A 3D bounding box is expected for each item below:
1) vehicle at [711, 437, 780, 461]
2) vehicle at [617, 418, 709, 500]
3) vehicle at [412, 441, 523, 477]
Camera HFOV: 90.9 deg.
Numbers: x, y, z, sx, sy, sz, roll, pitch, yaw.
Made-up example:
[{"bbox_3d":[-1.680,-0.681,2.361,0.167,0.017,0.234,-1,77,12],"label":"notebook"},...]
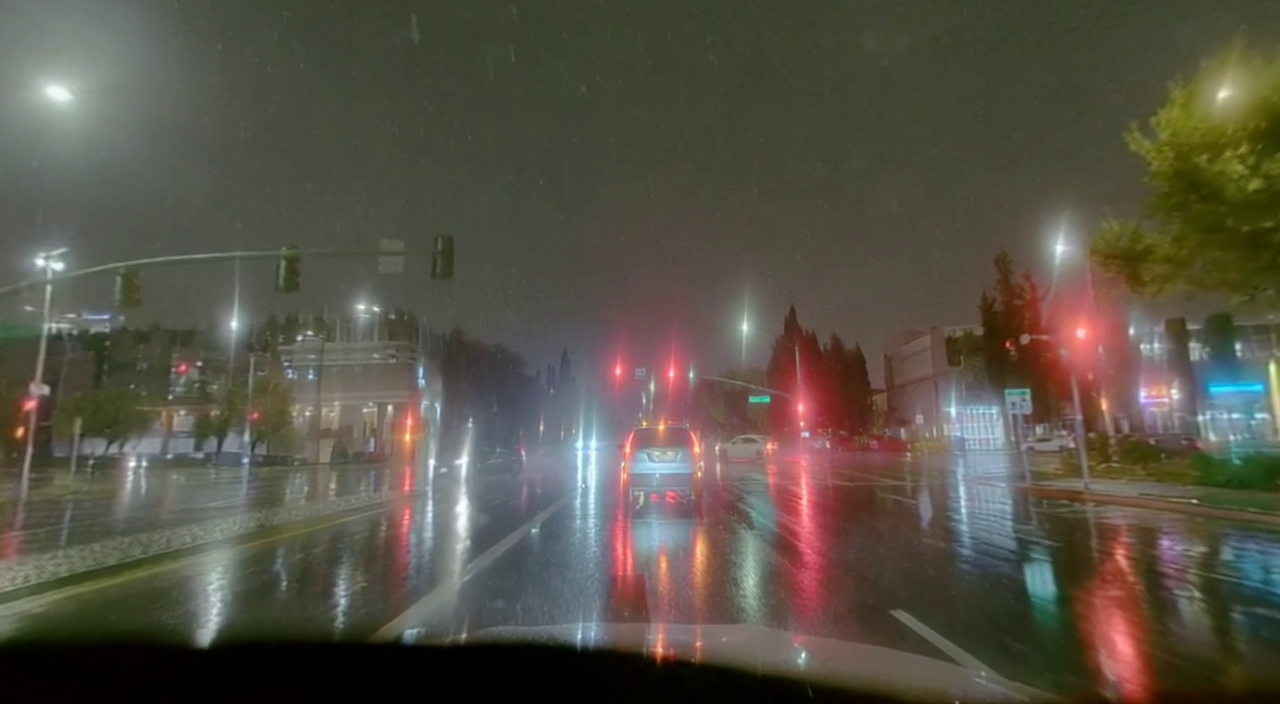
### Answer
[{"bbox_3d":[6.597,6.079,39.639,3.963,1.480,1.774,1,-8,-7],"label":"vehicle"},{"bbox_3d":[0.526,2.646,15.915,1.994,1.759,4.186,0,-8,1],"label":"vehicle"},{"bbox_3d":[-7.801,4.848,28.974,2.013,1.486,4.705,-6,-10,34],"label":"vehicle"}]
